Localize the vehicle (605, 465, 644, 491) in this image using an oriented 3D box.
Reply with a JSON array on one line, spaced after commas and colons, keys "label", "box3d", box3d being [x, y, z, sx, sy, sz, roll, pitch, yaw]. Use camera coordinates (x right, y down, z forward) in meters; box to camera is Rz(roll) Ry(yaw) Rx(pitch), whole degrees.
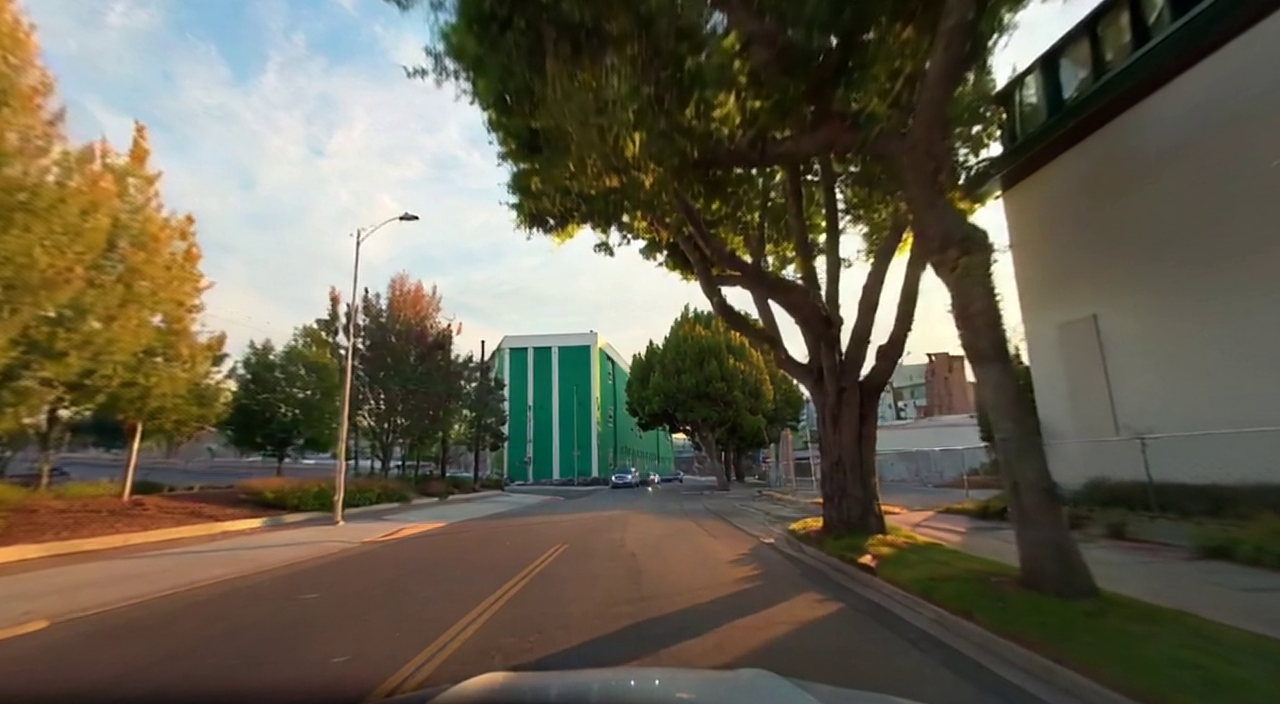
[{"label": "vehicle", "box3d": [-1.164, 9.653, 48.438, 2.022, 1.776, 4.625, -3, -10, 11]}]
